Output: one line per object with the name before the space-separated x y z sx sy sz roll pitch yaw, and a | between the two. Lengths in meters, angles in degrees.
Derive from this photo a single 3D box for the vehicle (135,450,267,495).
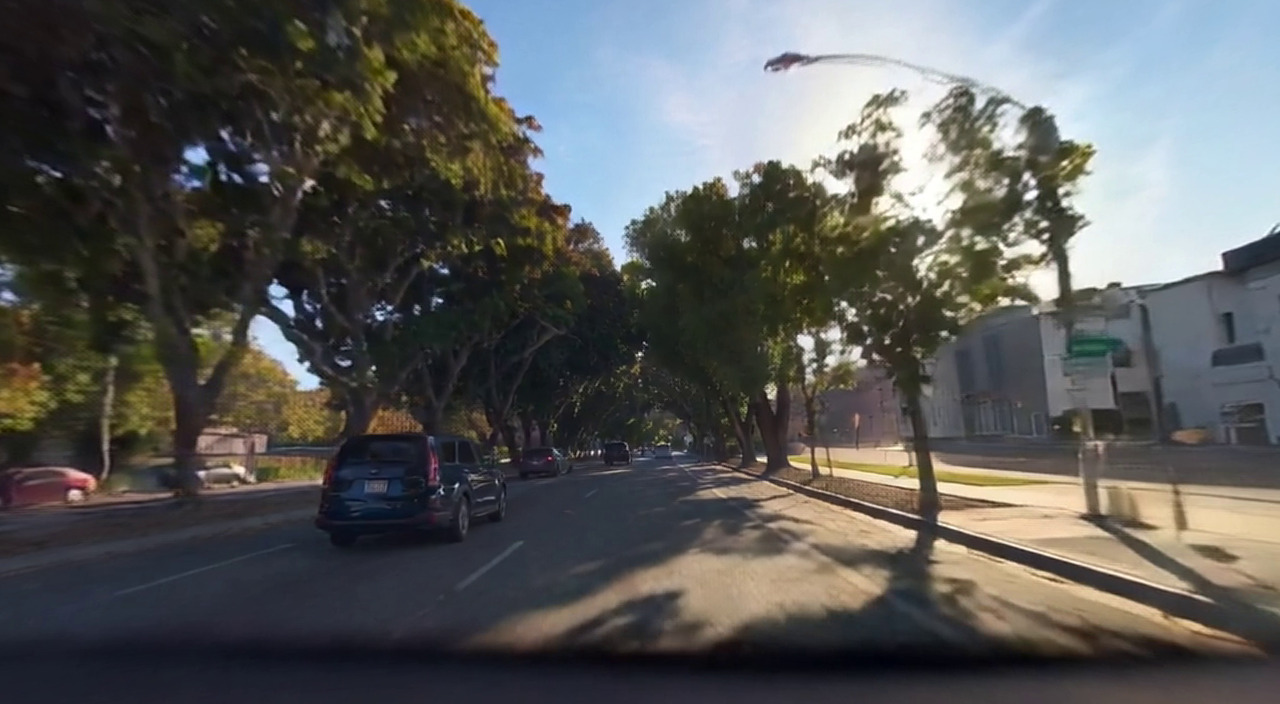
vehicle | -21.947 6.003 31.961 2.259 1.943 5.934 -1 -8 3

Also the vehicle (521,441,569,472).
vehicle | -5.572 6.208 37.554 1.985 1.708 4.310 -1 -8 3

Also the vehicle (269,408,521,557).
vehicle | -3.357 1.883 9.786 2.123 1.761 4.322 0 -8 1
